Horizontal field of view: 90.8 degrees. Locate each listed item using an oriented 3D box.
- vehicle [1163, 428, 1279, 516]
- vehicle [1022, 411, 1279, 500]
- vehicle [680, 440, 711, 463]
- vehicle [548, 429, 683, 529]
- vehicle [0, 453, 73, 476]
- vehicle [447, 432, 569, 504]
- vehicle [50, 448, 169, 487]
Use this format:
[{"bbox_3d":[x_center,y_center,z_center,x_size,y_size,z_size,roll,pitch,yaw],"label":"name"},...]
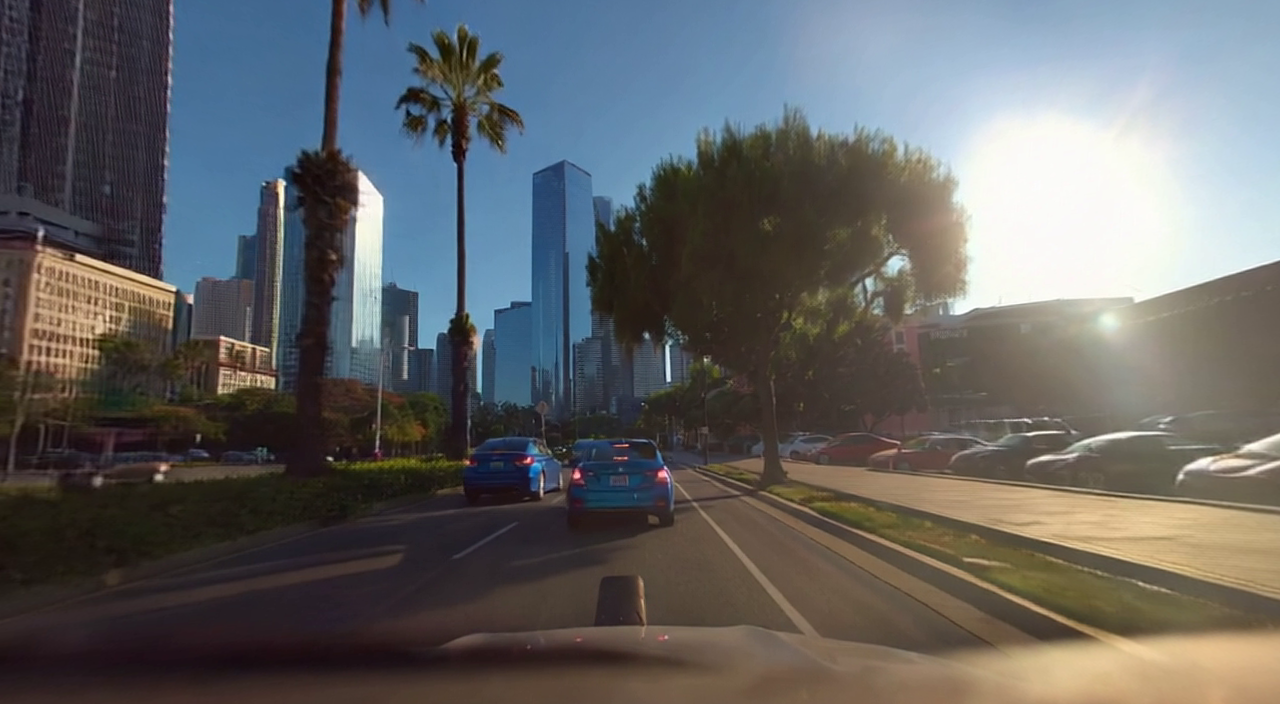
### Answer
[{"bbox_3d":[13.418,2.237,12.327,4.749,1.522,1.905,-1,-9,-3],"label":"vehicle"},{"bbox_3d":[12.631,2.479,15.365,5.188,1.805,2.228,-2,-8,-3],"label":"vehicle"},{"bbox_3d":[4.272,7.725,49.262,2.039,1.701,4.223,0,-9,0],"label":"vehicle"},{"bbox_3d":[-0.355,2.182,11.355,2.004,1.465,3.713,0,-9,0],"label":"vehicle"},{"bbox_3d":[-42.162,7.711,43.494,4.309,1.484,1.884,0,-8,-1],"label":"vehicle"},{"bbox_3d":[-3.129,2.861,16.018,2.071,1.544,4.383,0,-8,1],"label":"vehicle"},{"bbox_3d":[-23.550,5.099,28.247,1.819,1.587,3.963,0,-9,0],"label":"vehicle"}]
